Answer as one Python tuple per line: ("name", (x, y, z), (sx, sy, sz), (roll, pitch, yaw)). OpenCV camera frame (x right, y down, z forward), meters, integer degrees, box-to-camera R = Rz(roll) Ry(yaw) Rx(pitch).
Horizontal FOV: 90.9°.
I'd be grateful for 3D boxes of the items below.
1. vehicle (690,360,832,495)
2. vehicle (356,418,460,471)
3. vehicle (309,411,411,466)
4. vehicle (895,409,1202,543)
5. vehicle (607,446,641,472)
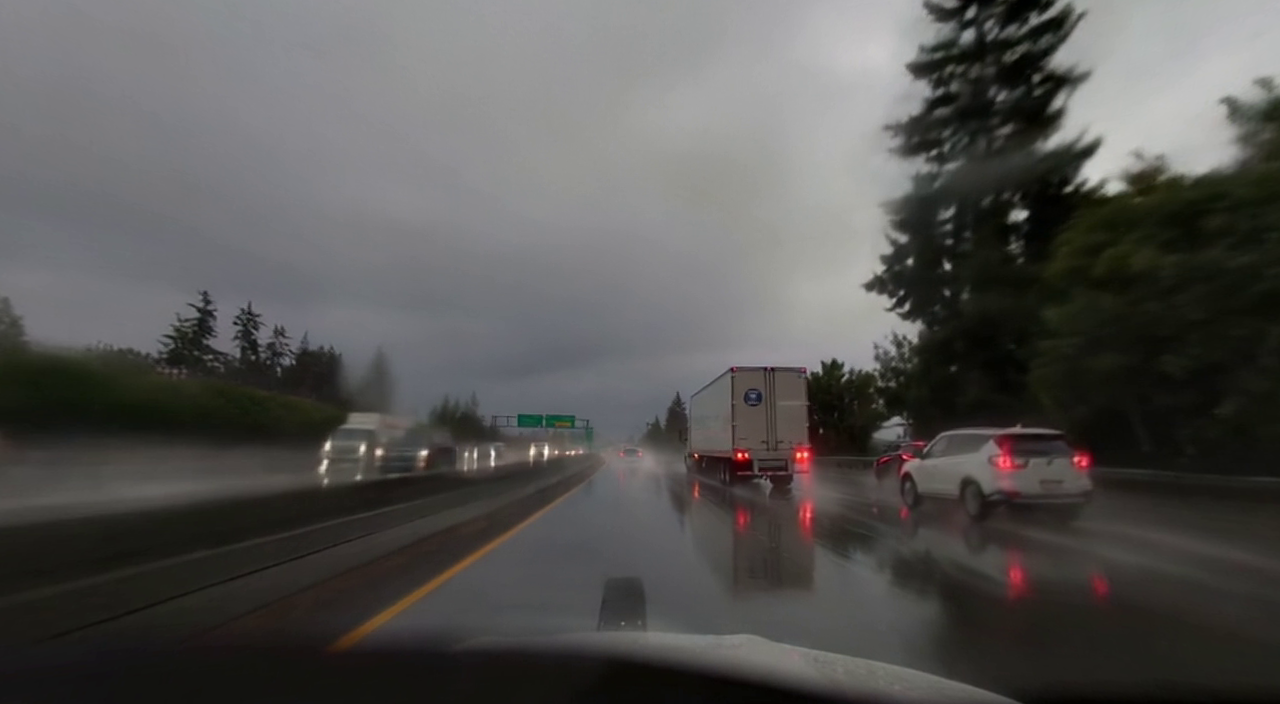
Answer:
("vehicle", (4.166, 3.325, 25.905), (2.890, 4.006, 14.039), (0, -9, -1))
("vehicle", (-8.801, 3.607, 24.428), (2.221, 1.825, 4.781), (0, -9, 0))
("vehicle", (-16.020, 5.091, 36.730), (2.609, 2.862, 7.328), (0, -9, -1))
("vehicle", (6.844, 2.153, 11.526), (2.128, 1.872, 5.043), (0, -9, -1))
("vehicle", (-1.012, 6.970, 41.235), (2.111, 1.599, 3.859), (0, -9, -1))
